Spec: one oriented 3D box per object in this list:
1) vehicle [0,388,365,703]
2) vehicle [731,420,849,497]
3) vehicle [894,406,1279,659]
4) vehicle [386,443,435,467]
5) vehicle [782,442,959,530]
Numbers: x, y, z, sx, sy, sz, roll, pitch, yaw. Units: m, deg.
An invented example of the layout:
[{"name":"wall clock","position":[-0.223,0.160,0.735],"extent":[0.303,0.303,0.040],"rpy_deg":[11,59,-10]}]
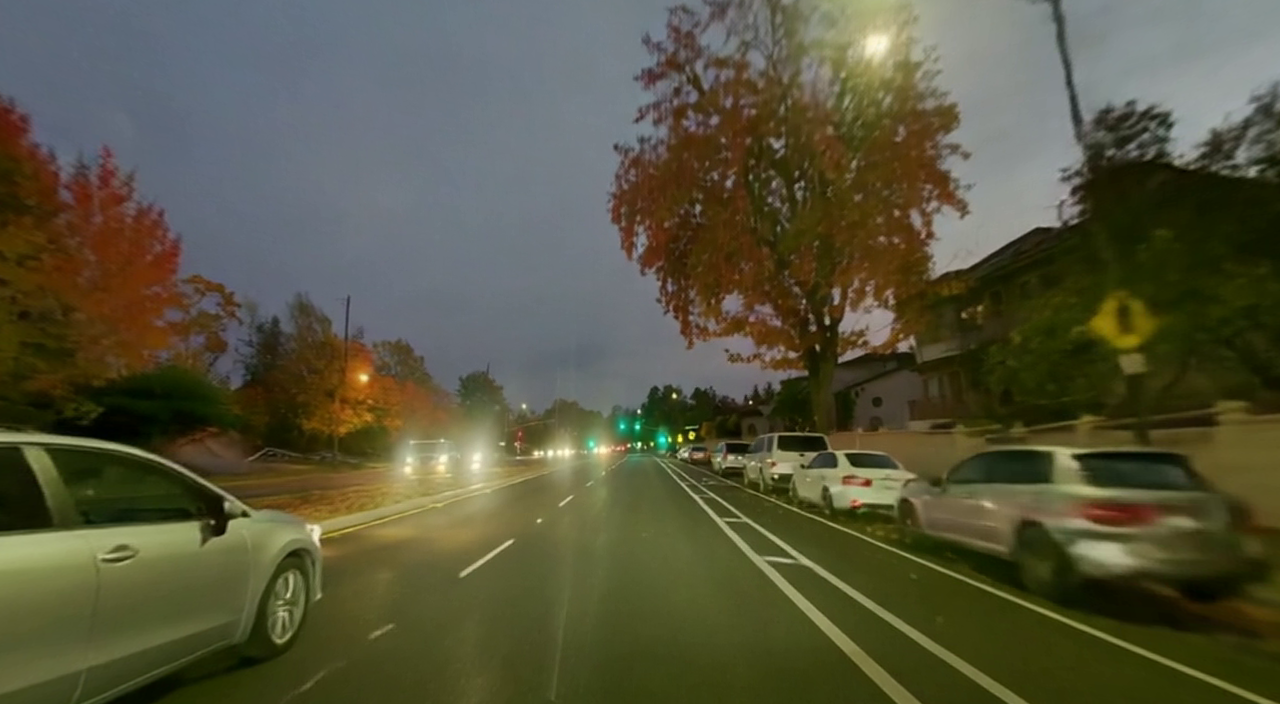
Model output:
[{"name":"vehicle","position":[-3.222,0.944,2.716],"extent":[1.982,1.478,4.465],"rpy_deg":[0,-9,1]},{"name":"vehicle","position":[4.631,3.443,20.781],"extent":[2.374,2.104,6.508],"rpy_deg":[0,-9,1]},{"name":"vehicle","position":[4.544,1.544,6.481],"extent":[1.950,1.668,4.414],"rpy_deg":[1,-9,-1]},{"name":"vehicle","position":[-17.037,7.634,46.900],"extent":[1.912,1.681,4.444],"rpy_deg":[0,-9,1]},{"name":"vehicle","position":[4.578,2.715,13.415],"extent":[1.876,1.510,4.637],"rpy_deg":[1,-9,-2]}]
